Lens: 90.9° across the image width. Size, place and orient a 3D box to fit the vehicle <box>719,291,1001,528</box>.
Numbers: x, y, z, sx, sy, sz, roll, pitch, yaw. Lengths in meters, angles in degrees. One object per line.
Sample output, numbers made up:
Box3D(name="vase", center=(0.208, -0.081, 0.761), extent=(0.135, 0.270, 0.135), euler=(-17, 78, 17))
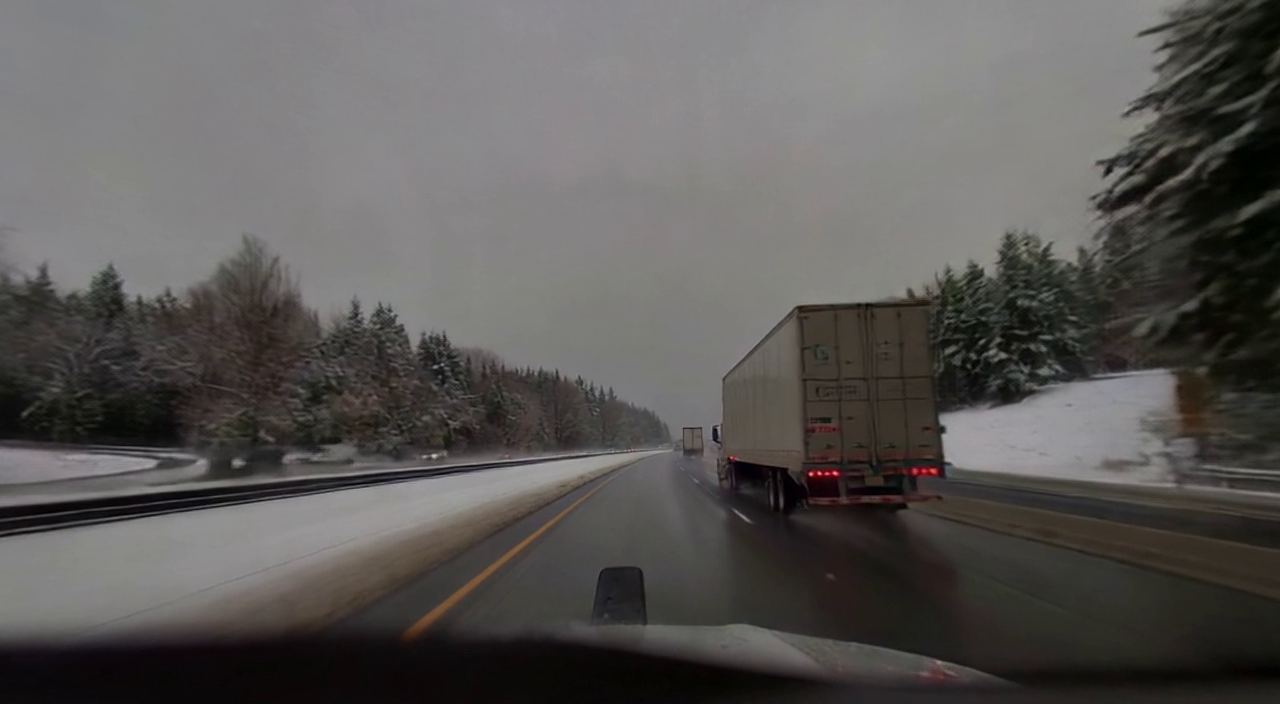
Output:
Box3D(name="vehicle", center=(4.503, 1.997, 17.546), extent=(2.859, 3.984, 14.045), euler=(0, -9, 0))
